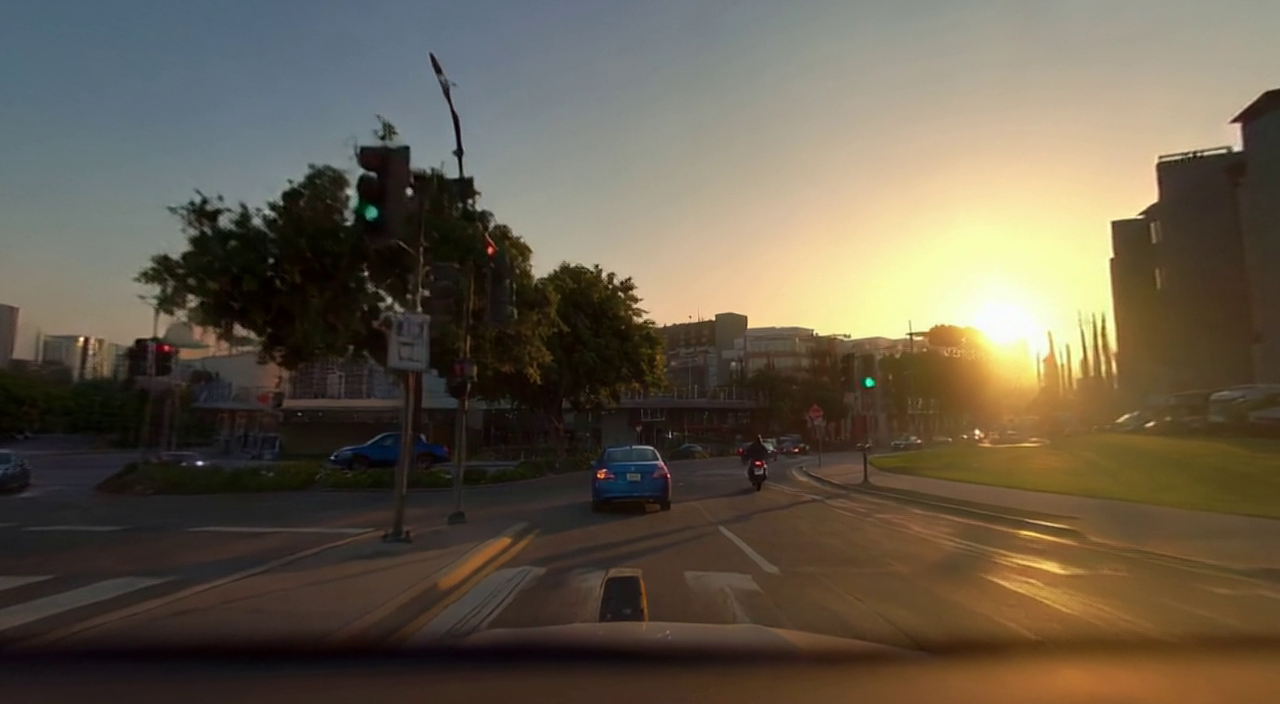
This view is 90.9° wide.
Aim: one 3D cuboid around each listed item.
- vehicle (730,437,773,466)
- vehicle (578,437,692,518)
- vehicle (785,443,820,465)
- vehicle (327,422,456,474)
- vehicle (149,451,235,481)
[{"bbox_3d":[7.606,6.701,42.630,2.212,1.790,4.768,-3,-9,17],"label":"vehicle"},{"bbox_3d":[-0.151,2.618,13.736,2.118,1.480,3.949,0,-8,-2],"label":"vehicle"},{"bbox_3d":[12.190,7.590,47.246,1.822,1.555,3.574,-4,-9,25],"label":"vehicle"},{"bbox_3d":[-14.587,5.695,37.656,2.287,2.780,7.166,-5,-10,31],"label":"vehicle"},{"bbox_3d":[-19.670,4.996,27.738,1.259,1.181,2.744,-5,-10,26],"label":"vehicle"}]
